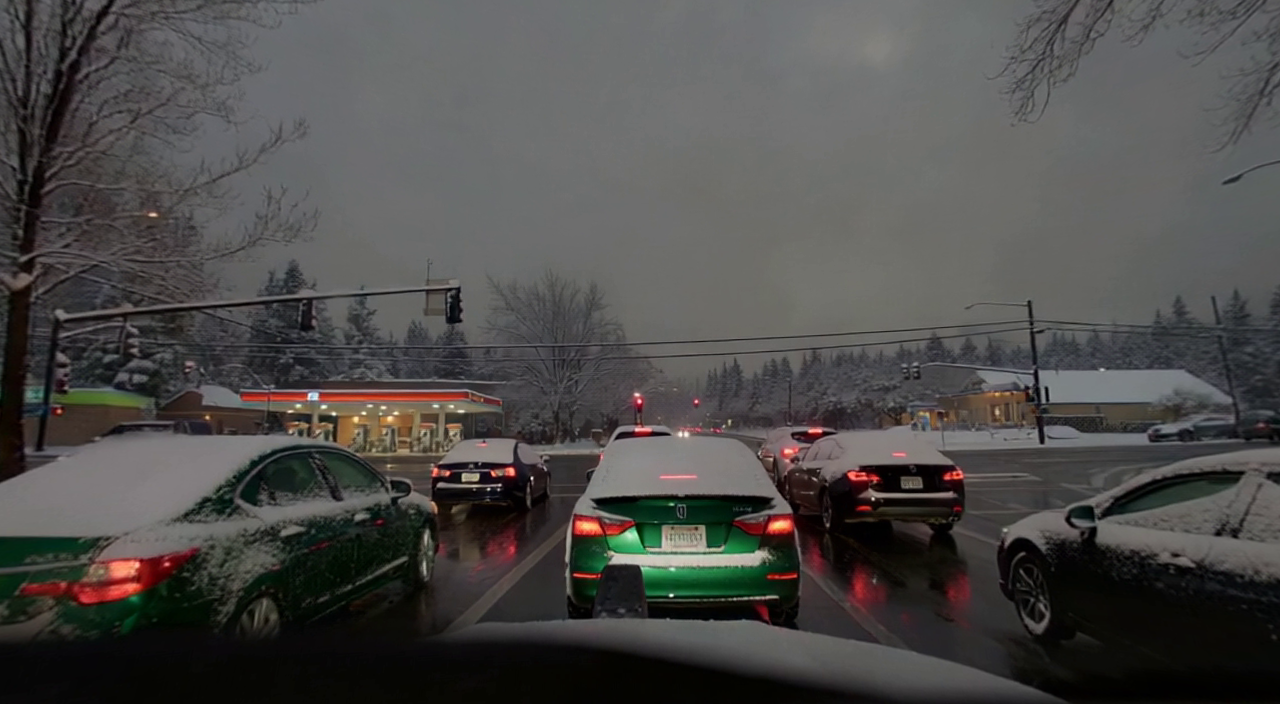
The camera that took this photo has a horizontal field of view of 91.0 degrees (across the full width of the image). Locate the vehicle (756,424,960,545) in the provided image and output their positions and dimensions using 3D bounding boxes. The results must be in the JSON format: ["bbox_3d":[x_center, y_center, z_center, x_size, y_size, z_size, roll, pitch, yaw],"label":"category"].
[{"bbox_3d":[3.372,2.125,10.744,1.947,1.630,4.127,0,-9,-1],"label":"vehicle"}]

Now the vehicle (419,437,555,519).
[{"bbox_3d":[-3.083,2.635,13.676,1.867,1.474,4.237,0,-9,1],"label":"vehicle"}]

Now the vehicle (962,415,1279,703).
[{"bbox_3d":[4.166,1.139,3.625,1.950,1.497,4.686,0,-9,-3],"label":"vehicle"}]

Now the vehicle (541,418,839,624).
[{"bbox_3d":[0.319,1.587,6.924,2.220,1.507,4.317,0,-9,-2],"label":"vehicle"}]

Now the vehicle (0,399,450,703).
[{"bbox_3d":[-3.017,1.256,4.594,1.887,1.493,4.255,0,-9,1],"label":"vehicle"}]
